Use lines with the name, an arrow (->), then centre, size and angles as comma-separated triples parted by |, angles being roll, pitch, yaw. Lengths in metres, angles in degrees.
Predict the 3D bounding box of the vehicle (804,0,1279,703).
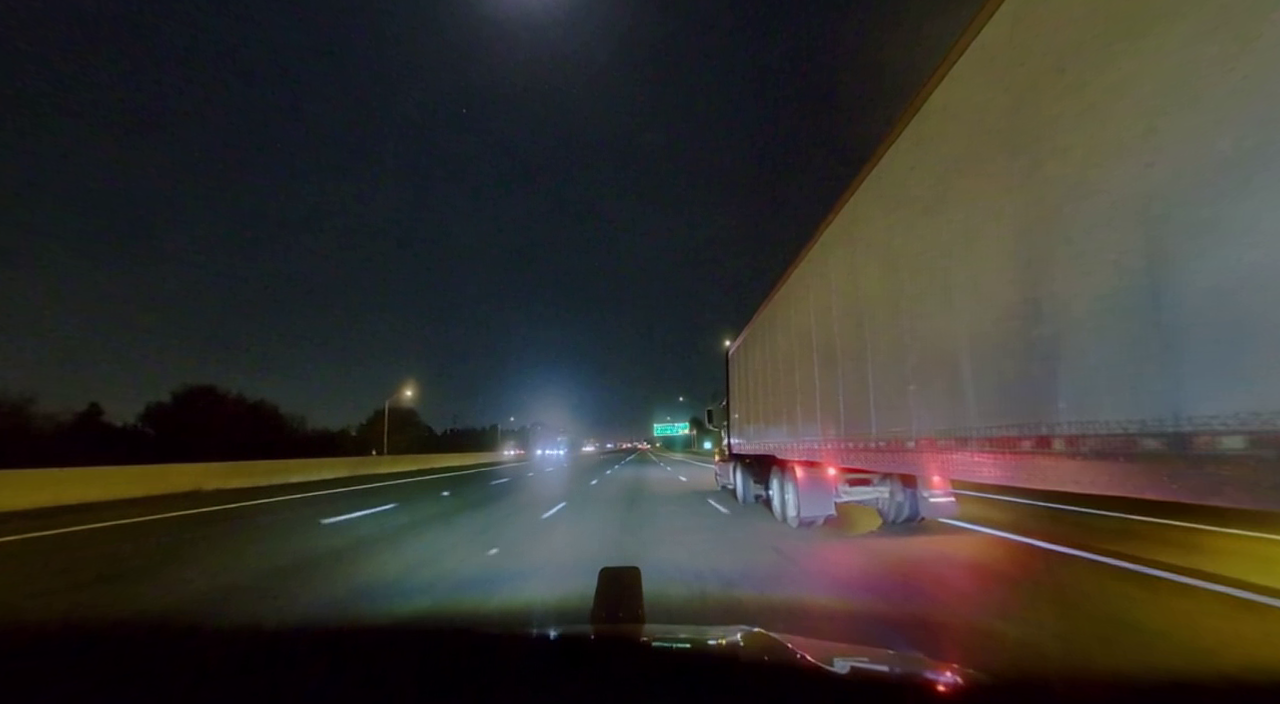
vehicle -> 3.750, -0.592, 0.856 | 2.949, 4.149, 16.046 | 0, -9, 1
